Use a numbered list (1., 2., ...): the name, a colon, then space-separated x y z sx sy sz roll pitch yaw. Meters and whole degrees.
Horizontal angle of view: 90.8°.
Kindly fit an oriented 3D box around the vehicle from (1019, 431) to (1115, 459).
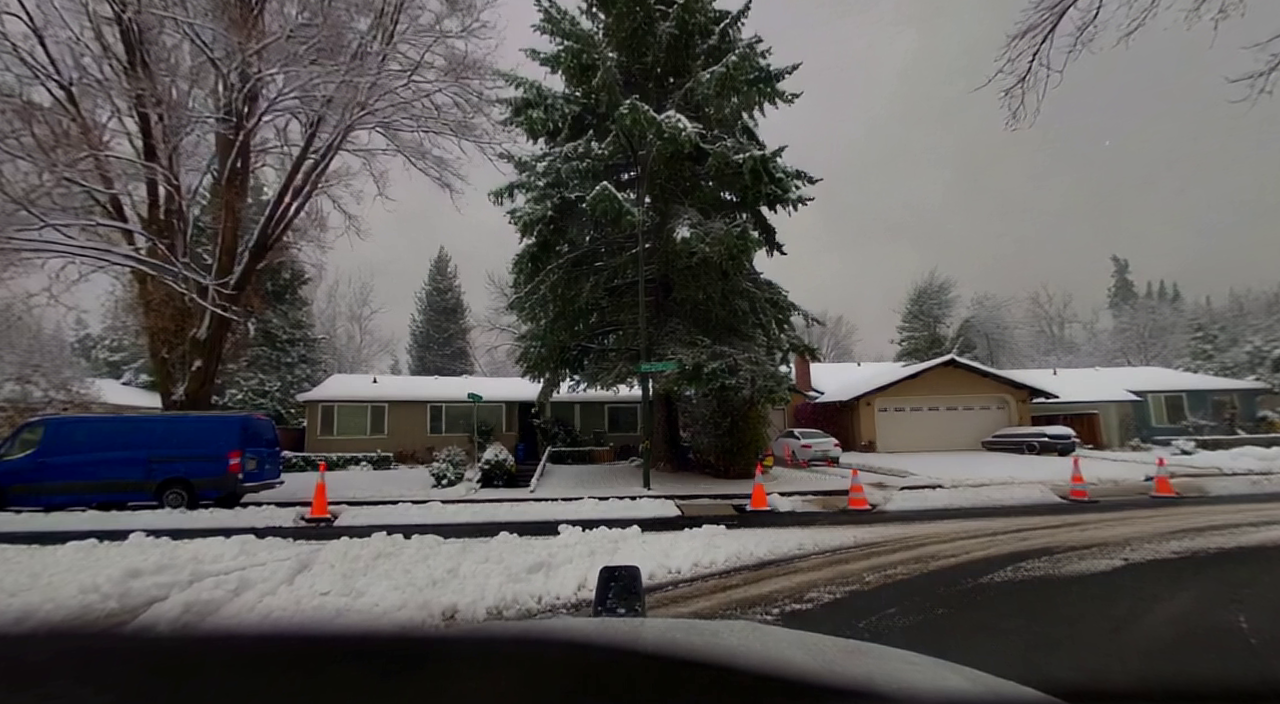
1. vehicle: 22.779 4.992 33.773 3.863 1.453 1.826 1 -9 -5

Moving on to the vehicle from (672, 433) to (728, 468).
1. vehicle: 2.614 4.437 28.590 1.745 1.461 4.074 1 -9 -6

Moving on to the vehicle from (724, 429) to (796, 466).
1. vehicle: 5.347 4.339 28.698 2.007 1.555 4.204 1 -9 -7

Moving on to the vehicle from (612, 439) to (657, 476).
1. vehicle: -0.293 4.672 28.152 1.648 1.430 3.654 4 -9 -4

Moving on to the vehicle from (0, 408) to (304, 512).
1. vehicle: -14.100 3.024 17.625 7.824 2.323 2.863 -3 -10 -2

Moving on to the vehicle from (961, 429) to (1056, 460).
1. vehicle: 24.286 6.083 41.692 4.984 1.912 2.132 1 -8 -6

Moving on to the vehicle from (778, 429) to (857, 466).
1. vehicle: 8.060 4.401 29.141 1.893 1.529 4.422 1 -9 -7

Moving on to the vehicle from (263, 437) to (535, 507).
1. vehicle: -6.499 3.367 18.084 6.643 1.777 2.925 1 -9 -4
